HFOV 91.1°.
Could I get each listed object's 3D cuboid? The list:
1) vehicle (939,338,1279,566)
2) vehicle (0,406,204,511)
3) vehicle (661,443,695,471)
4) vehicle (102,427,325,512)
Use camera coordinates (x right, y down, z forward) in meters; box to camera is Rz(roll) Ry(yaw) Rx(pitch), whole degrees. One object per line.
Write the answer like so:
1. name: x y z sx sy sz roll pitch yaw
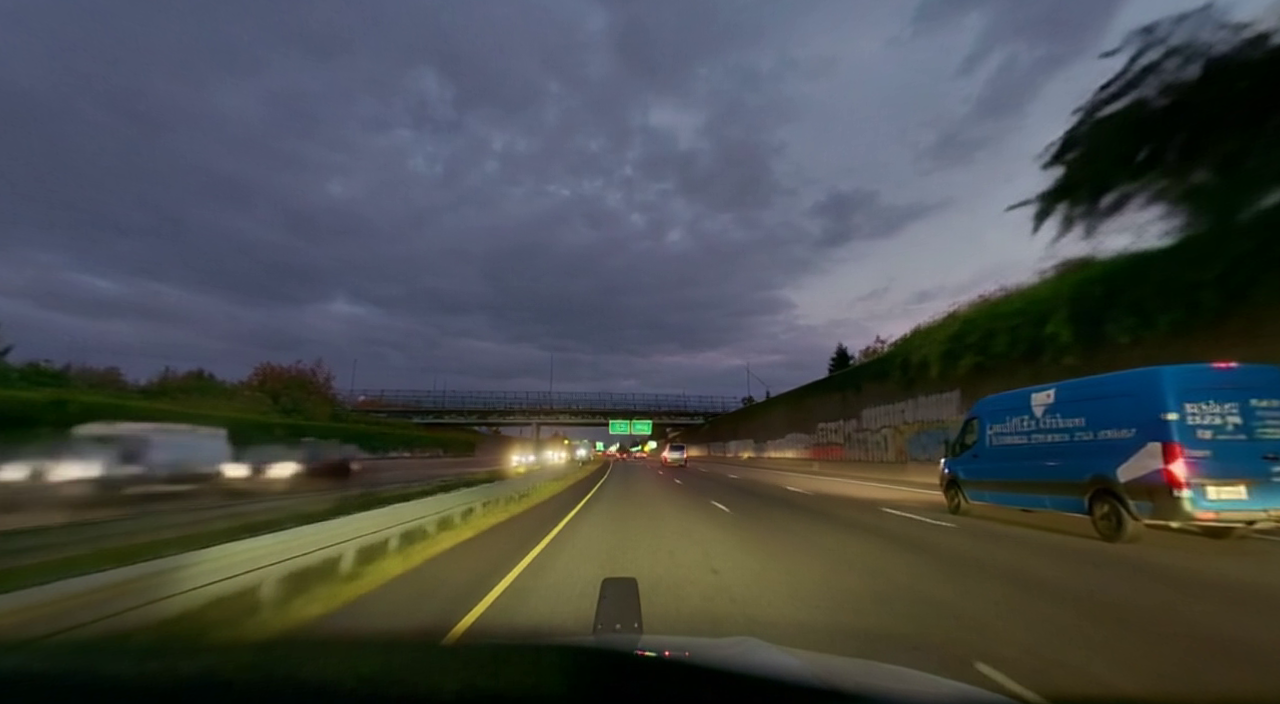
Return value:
1. vehicle: 7.481 1.570 10.194 2.283 2.631 5.719 0 -9 -1
2. vehicle: -15.198 2.826 16.977 2.397 2.304 6.142 0 -9 0
3. vehicle: 2.714 7.731 46.433 2.007 1.943 5.010 0 -9 -2
4. vehicle: -9.900 2.764 15.223 2.064 1.700 4.696 0 -9 0
